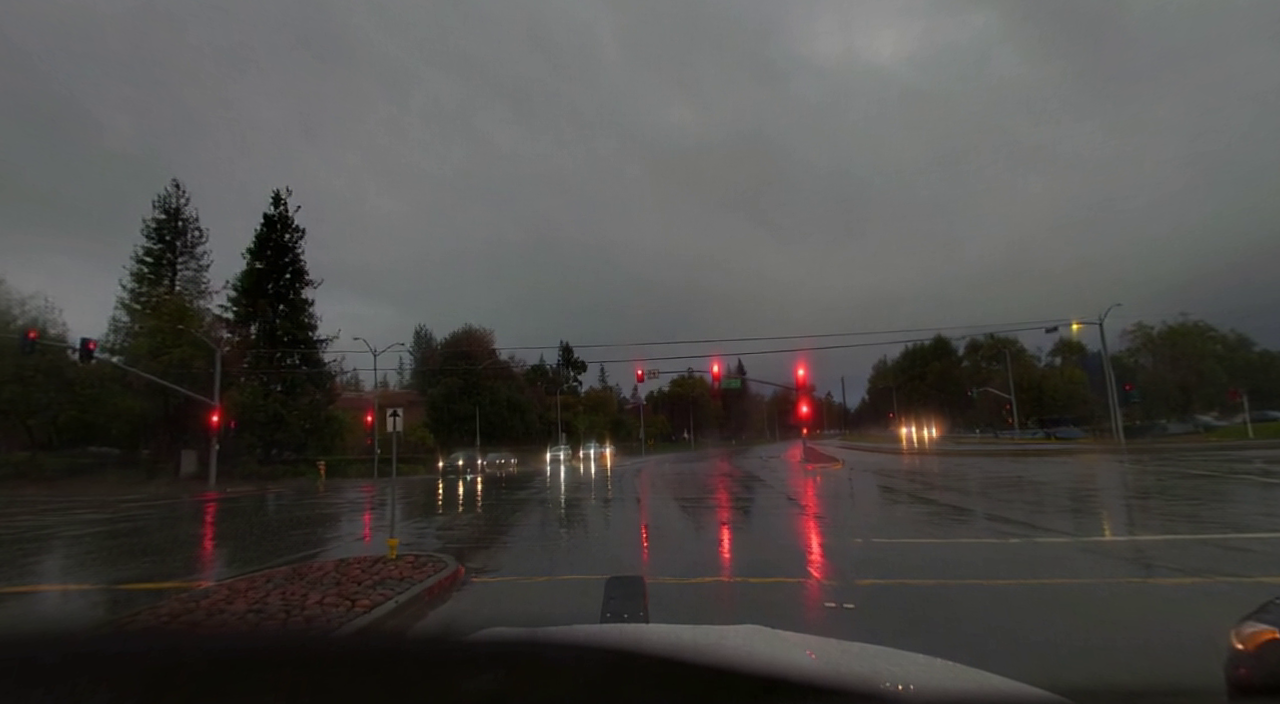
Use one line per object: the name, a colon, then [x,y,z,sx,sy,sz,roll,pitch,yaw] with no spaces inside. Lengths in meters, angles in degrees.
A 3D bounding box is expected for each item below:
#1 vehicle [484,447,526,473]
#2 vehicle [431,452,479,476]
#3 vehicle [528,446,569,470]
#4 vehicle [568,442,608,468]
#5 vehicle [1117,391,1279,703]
vehicle: [-9.785,7.836,45.955,2.064,1.725,4.243,0,-9,1]
vehicle: [-13.406,8.148,45.987,2.101,1.637,4.304,0,-9,1]
vehicle: [-6.551,7.606,45.497,2.126,1.657,4.307,0,-9,2]
vehicle: [-3.582,7.210,44.304,2.215,1.732,4.684,-1,-9,2]
vehicle: [3.051,0.617,0.419,1.978,1.468,4.544,0,-9,2]
